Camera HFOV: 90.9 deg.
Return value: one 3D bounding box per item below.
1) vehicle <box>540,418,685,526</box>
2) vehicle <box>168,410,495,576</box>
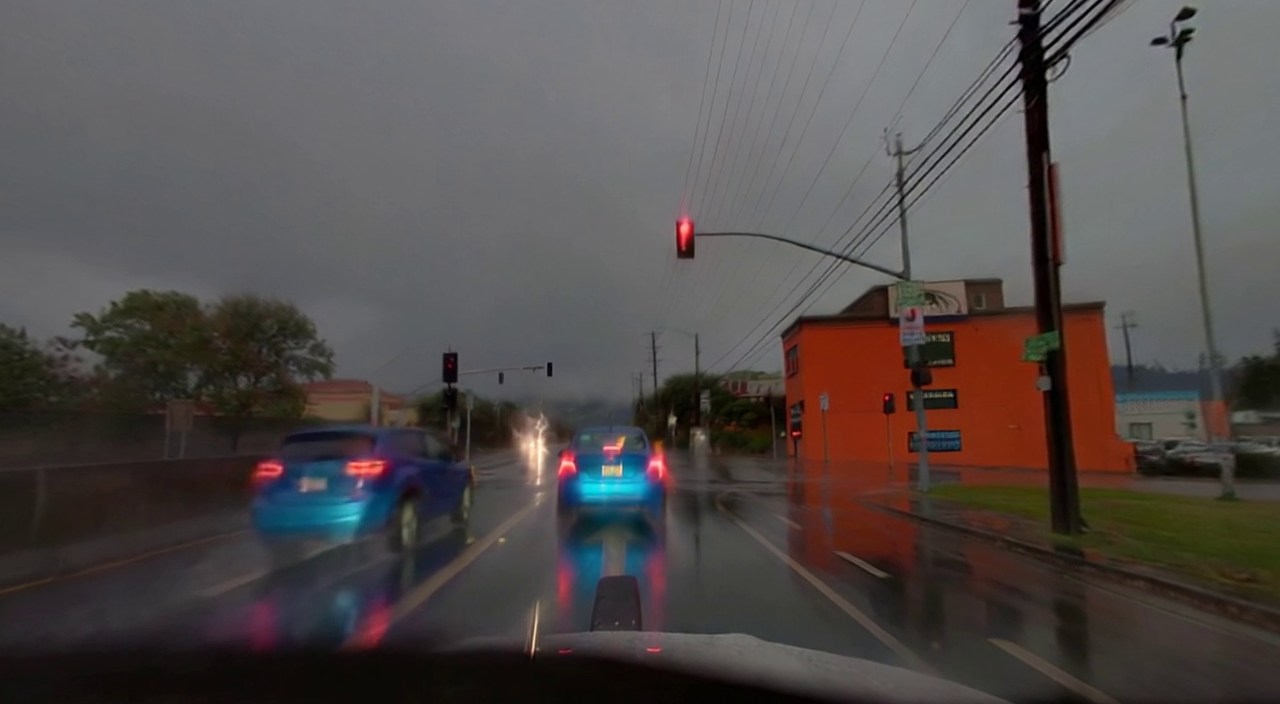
[{"bbox_3d":[-0.414,2.006,11.116,2.123,1.566,3.662,0,-8,0],"label":"vehicle"},{"bbox_3d":[-3.454,1.646,8.230,2.097,1.573,4.284,0,-8,0],"label":"vehicle"}]
